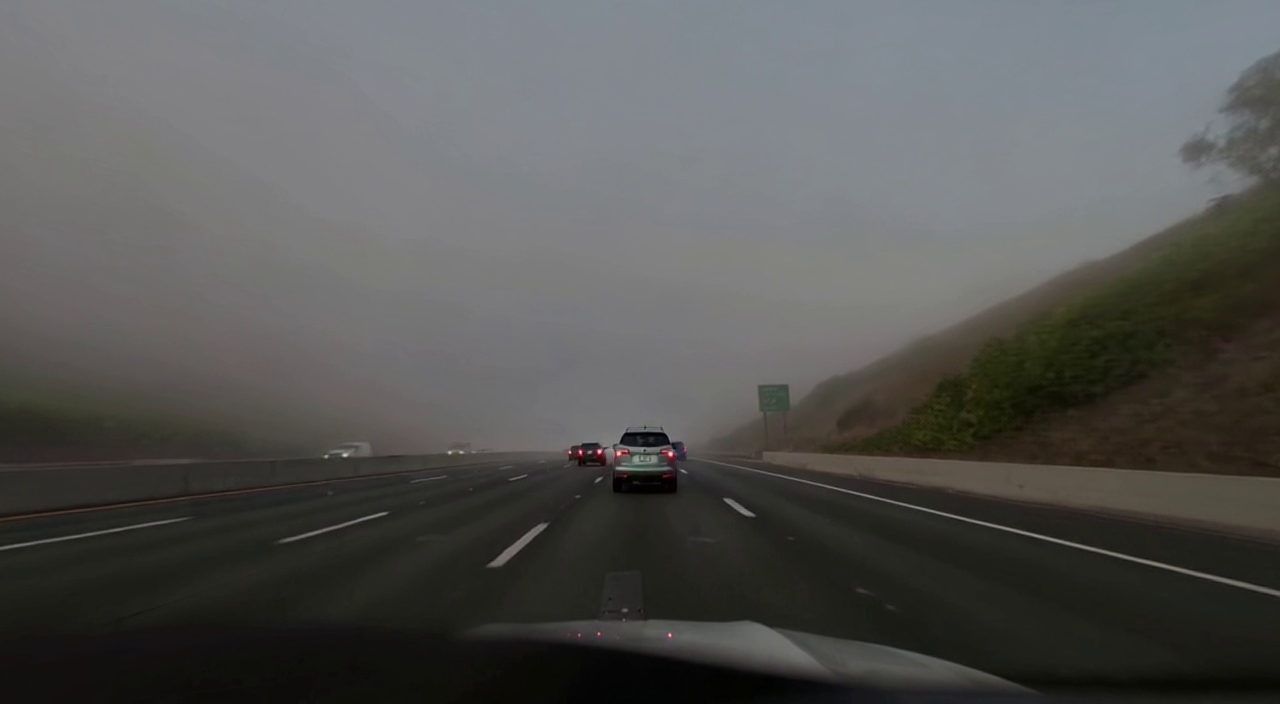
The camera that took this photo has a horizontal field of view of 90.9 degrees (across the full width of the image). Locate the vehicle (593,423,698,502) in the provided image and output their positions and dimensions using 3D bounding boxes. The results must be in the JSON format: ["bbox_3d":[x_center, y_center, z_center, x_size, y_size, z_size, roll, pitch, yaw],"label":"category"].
[{"bbox_3d":[0.134,2.900,16.856,2.447,1.804,4.273,0,-9,0],"label":"vehicle"}]
